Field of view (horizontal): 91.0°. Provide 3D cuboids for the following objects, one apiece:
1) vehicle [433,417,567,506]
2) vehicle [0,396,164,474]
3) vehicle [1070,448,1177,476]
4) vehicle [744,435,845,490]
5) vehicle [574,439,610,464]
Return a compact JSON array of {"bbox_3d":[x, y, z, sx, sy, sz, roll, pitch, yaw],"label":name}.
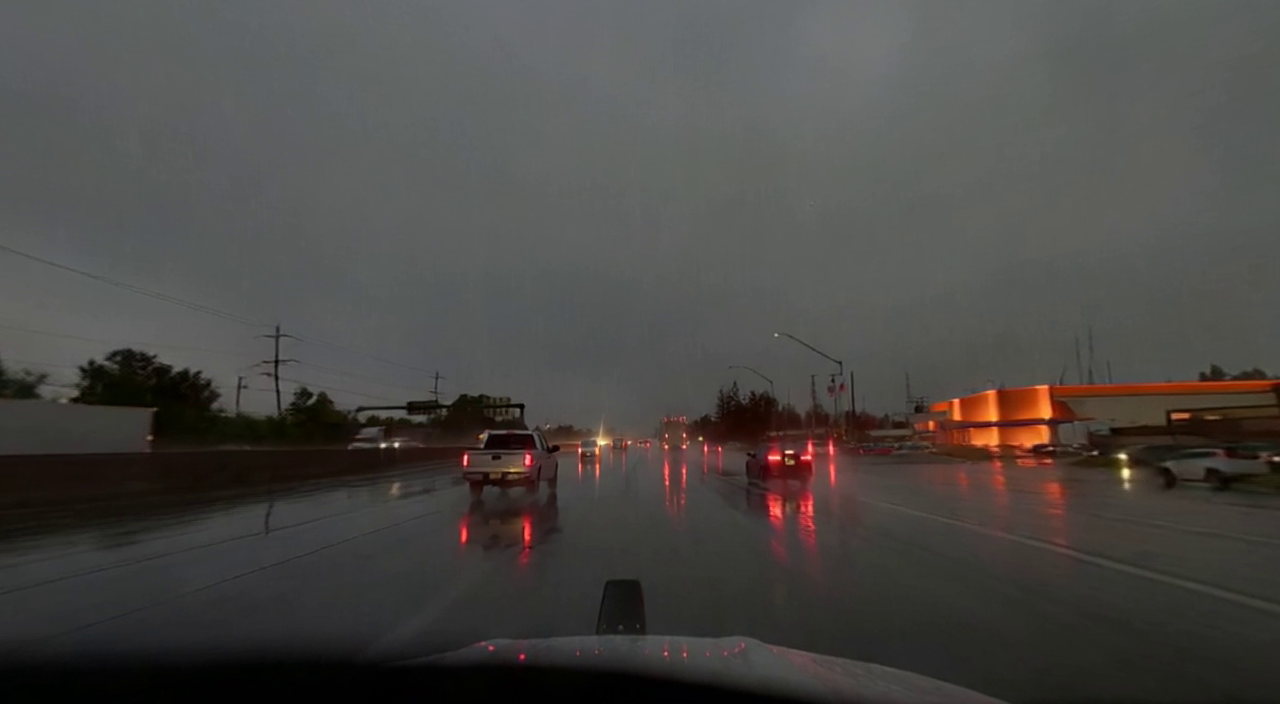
[{"bbox_3d":[-3.147,2.587,15.278,2.130,1.799,4.583,0,-9,1],"label":"vehicle"},{"bbox_3d":[-33.931,4.571,34.543,2.895,3.931,15.650,0,-9,3],"label":"vehicle"},{"bbox_3d":[36.128,8.215,47.168,5.875,1.851,2.305,-3,-9,2],"label":"vehicle"},{"bbox_3d":[4.686,3.412,19.832,1.980,1.501,4.433,0,-8,-1],"label":"vehicle"},{"bbox_3d":[-3.024,6.403,40.676,1.929,1.521,4.097,0,-9,1],"label":"vehicle"}]
